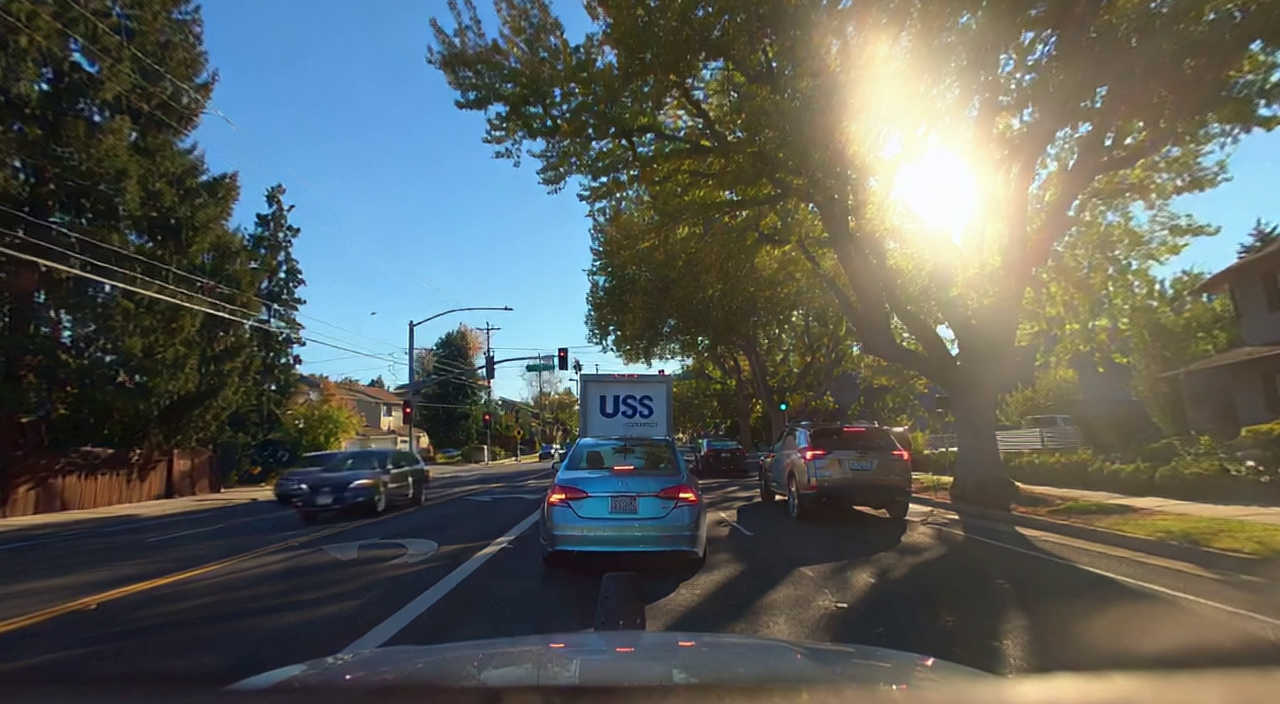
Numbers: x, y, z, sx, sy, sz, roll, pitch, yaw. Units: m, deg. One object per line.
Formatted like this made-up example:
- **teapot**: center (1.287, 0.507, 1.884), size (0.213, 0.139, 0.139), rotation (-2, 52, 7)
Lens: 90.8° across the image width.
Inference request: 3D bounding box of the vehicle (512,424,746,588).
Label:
- **vehicle**: center (-0.152, 1.718, 7.937), size (2.135, 1.483, 4.207), rotation (0, -8, -2)

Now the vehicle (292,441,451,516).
- **vehicle**: center (-6.254, 2.968, 15.439), size (1.800, 1.520, 4.691), rotation (0, -8, 0)

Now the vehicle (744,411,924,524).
- **vehicle**: center (3.595, 2.248, 12.794), size (2.145, 1.847, 4.524), rotation (0, -8, 0)
